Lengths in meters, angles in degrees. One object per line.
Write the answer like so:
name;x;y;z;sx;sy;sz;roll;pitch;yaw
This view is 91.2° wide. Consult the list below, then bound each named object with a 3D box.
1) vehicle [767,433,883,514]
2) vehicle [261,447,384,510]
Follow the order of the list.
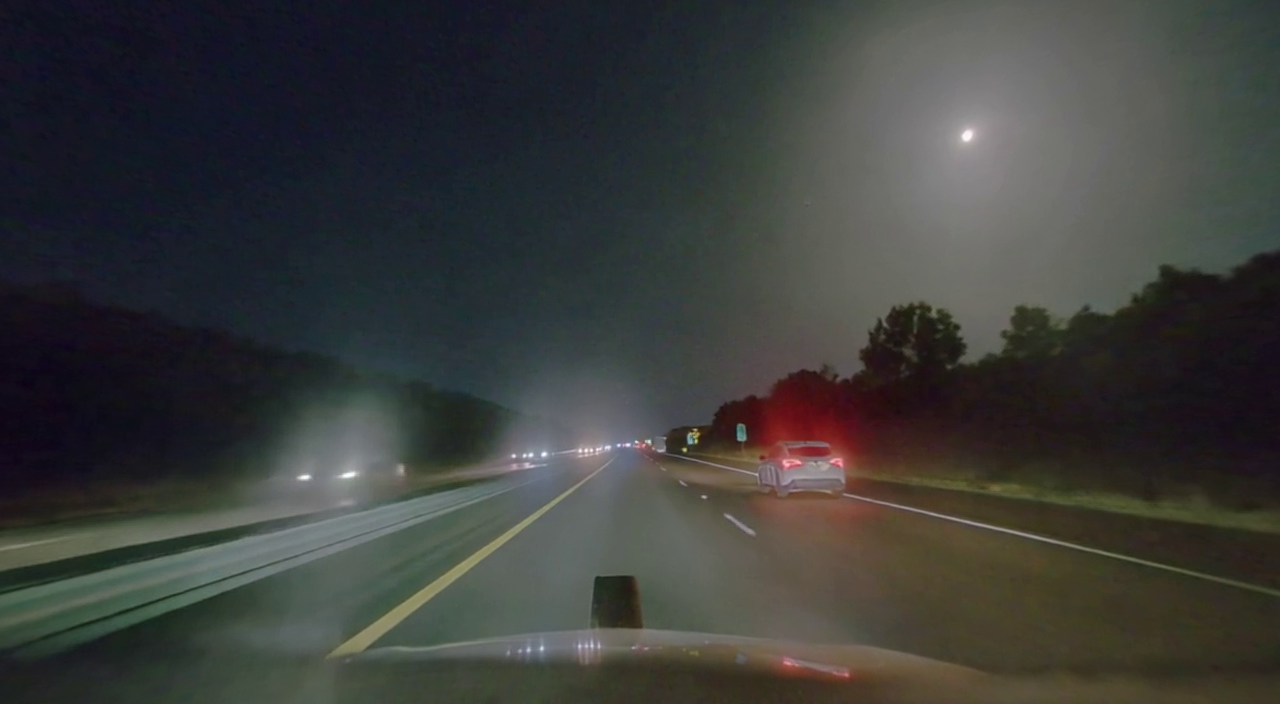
vehicle;4.038;2.699;14.410;2.001;1.555;4.098;-2;-9;9
vehicle;-9.176;3.651;18.551;1.956;1.583;4.227;1;-9;-9
